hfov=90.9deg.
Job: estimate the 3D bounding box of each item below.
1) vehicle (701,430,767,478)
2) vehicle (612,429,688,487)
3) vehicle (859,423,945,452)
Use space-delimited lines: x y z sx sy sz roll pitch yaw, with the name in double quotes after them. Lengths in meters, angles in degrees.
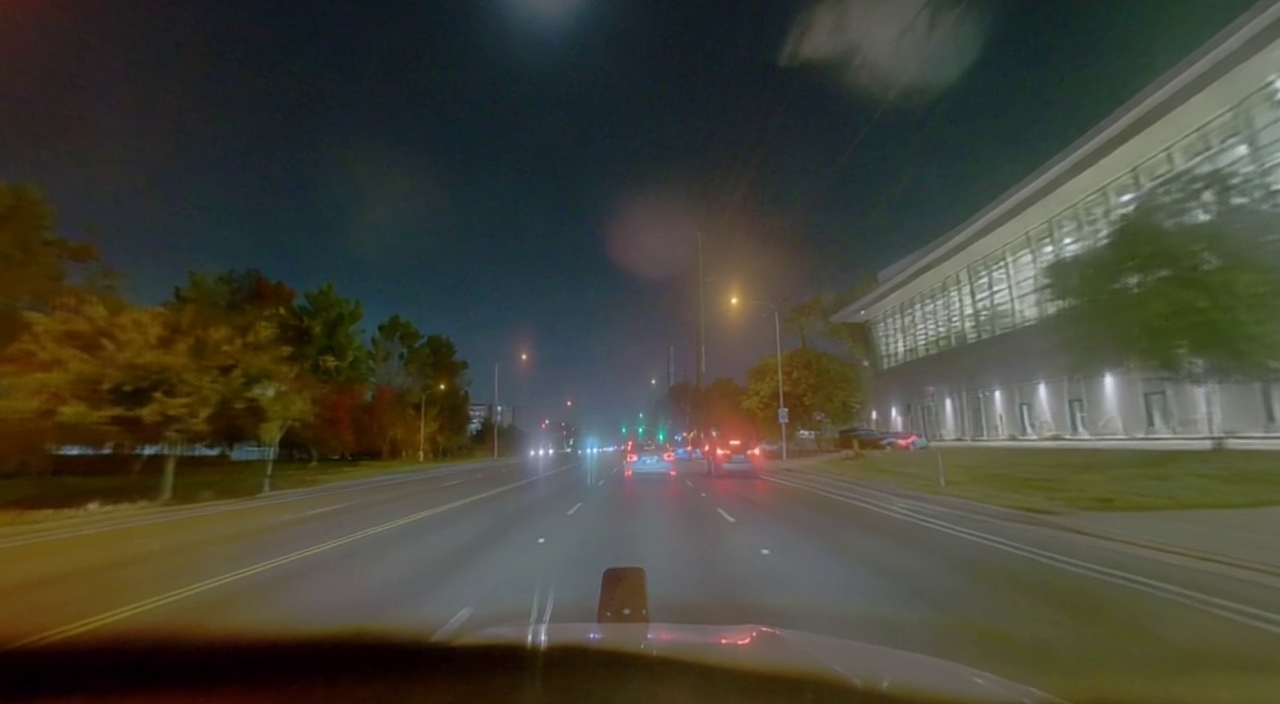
3.566 3.951 24.689 1.914 1.698 4.049 0 -8 0 "vehicle"
0.293 3.379 20.369 2.200 1.653 4.127 0 -8 0 "vehicle"
16.019 5.273 38.759 4.366 1.701 1.965 0 -8 -1 "vehicle"
